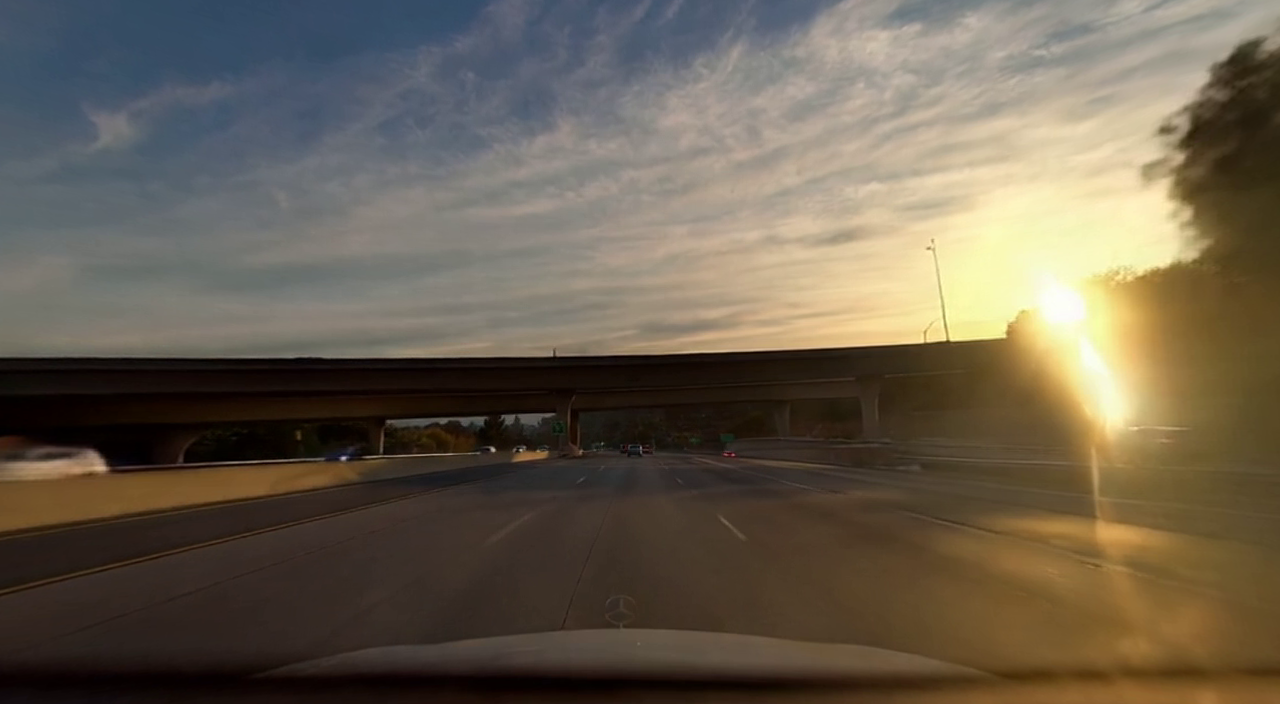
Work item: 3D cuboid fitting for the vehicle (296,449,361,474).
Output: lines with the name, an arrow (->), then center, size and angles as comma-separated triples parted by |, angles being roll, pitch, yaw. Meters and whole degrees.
vehicle -> -19.769, 6.957, 40.324 | 2.036, 1.510, 4.298 | 0, -9, -1

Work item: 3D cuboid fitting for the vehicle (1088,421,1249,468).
vehicle -> 18.886, 3.358, 22.916 | 1.916, 1.508, 4.485 | 0, -9, 0
